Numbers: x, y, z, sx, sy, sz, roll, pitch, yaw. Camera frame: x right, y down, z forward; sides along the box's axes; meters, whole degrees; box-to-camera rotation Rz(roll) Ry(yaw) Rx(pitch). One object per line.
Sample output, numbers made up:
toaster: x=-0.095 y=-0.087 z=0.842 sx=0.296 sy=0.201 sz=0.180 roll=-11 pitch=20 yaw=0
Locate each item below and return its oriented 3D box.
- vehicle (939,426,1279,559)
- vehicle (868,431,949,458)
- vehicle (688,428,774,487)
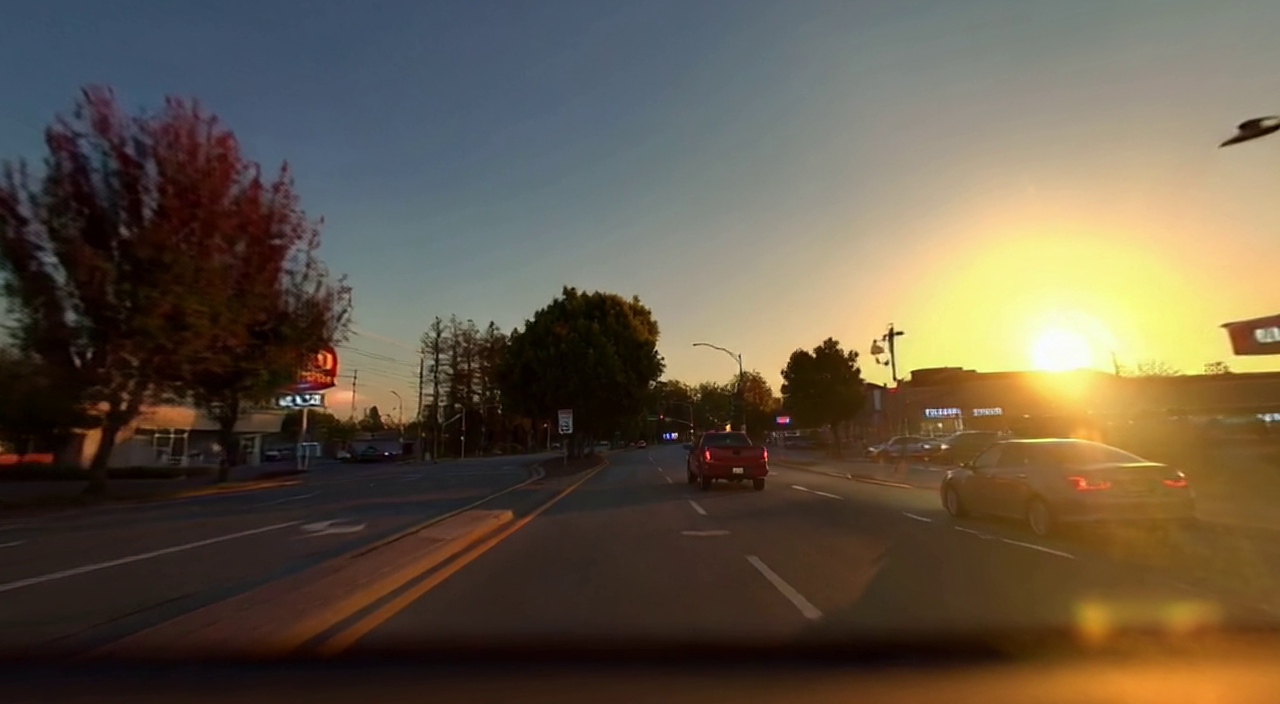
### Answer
vehicle: x=6.508 y=1.913 z=9.344 sx=1.986 sy=1.480 sz=4.296 roll=0 pitch=-8 yaw=-1
vehicle: x=17.525 y=6.064 z=41.434 sx=4.345 sy=1.707 sz=2.046 roll=0 pitch=-8 yaw=-3
vehicle: x=2.958 y=3.584 z=21.764 sx=2.214 sy=1.749 sz=4.998 roll=0 pitch=-8 yaw=0
